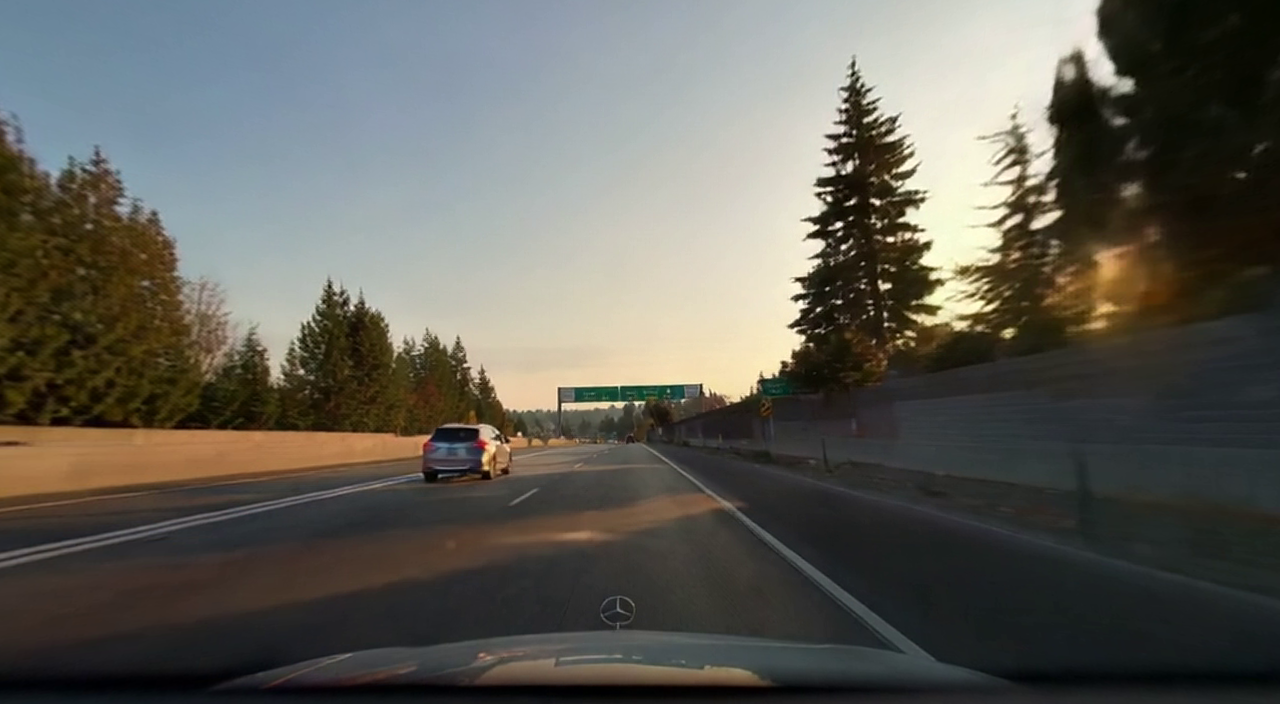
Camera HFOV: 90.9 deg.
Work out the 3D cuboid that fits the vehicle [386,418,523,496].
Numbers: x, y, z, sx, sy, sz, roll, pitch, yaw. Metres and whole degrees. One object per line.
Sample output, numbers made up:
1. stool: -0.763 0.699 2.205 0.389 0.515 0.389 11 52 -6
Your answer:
1. vehicle: -4.350 2.507 15.607 2.129 1.641 4.263 0 -7 -1
